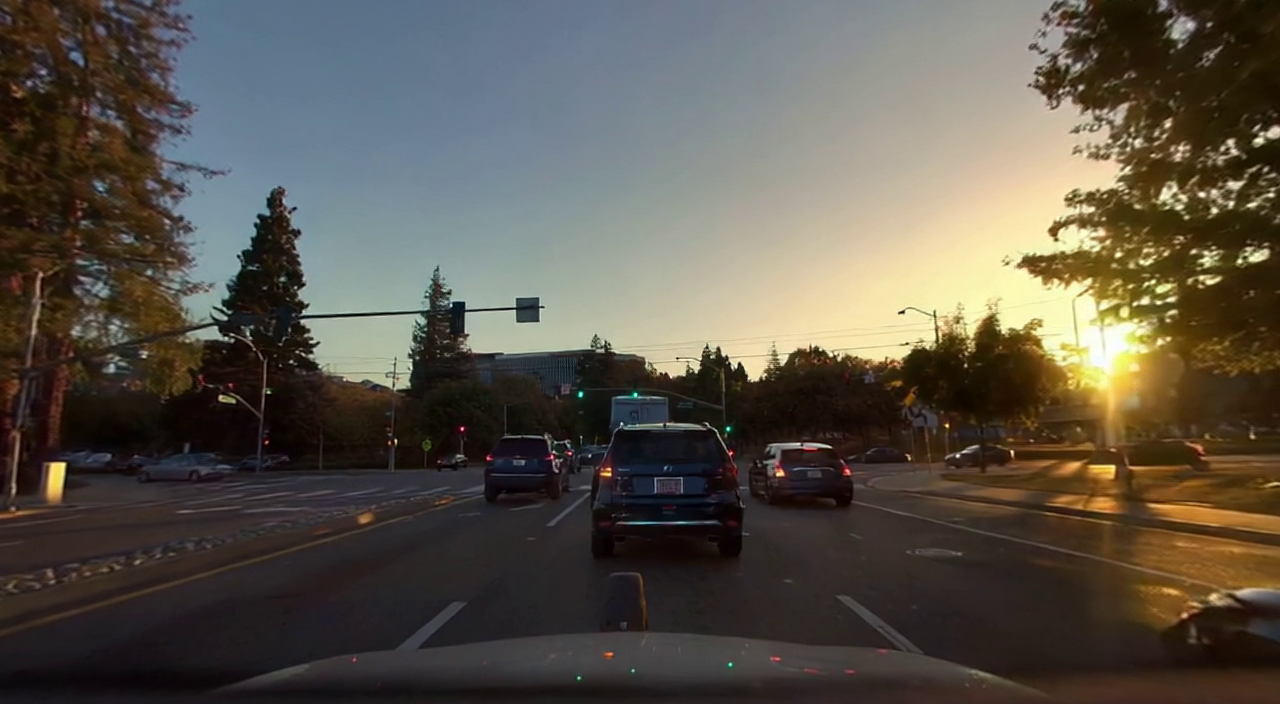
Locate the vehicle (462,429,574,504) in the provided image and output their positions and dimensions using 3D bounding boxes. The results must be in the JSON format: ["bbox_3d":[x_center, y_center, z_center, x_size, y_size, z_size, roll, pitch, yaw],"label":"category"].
[{"bbox_3d":[-3.270,3.193,18.022,2.209,1.828,4.847,0,-9,0],"label":"vehicle"}]

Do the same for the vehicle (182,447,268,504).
[{"bbox_3d":[-13.583,3.965,20.860,1.926,1.636,4.395,4,-10,-29],"label":"vehicle"}]

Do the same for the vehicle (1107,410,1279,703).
[{"bbox_3d":[3.440,0.751,0.898,1.958,1.500,4.687,0,-8,0],"label":"vehicle"}]

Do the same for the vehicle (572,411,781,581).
[{"bbox_3d":[0.367,1.834,8.842,2.172,1.764,4.338,0,-8,0],"label":"vehicle"}]

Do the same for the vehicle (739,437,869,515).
[{"bbox_3d":[3.710,2.871,15.083,1.954,1.592,3.992,0,-9,-1],"label":"vehicle"}]

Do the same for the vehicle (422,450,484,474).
[{"bbox_3d":[-12.741,7.451,42.818,4.308,1.497,1.876,-7,-11,39],"label":"vehicle"}]
